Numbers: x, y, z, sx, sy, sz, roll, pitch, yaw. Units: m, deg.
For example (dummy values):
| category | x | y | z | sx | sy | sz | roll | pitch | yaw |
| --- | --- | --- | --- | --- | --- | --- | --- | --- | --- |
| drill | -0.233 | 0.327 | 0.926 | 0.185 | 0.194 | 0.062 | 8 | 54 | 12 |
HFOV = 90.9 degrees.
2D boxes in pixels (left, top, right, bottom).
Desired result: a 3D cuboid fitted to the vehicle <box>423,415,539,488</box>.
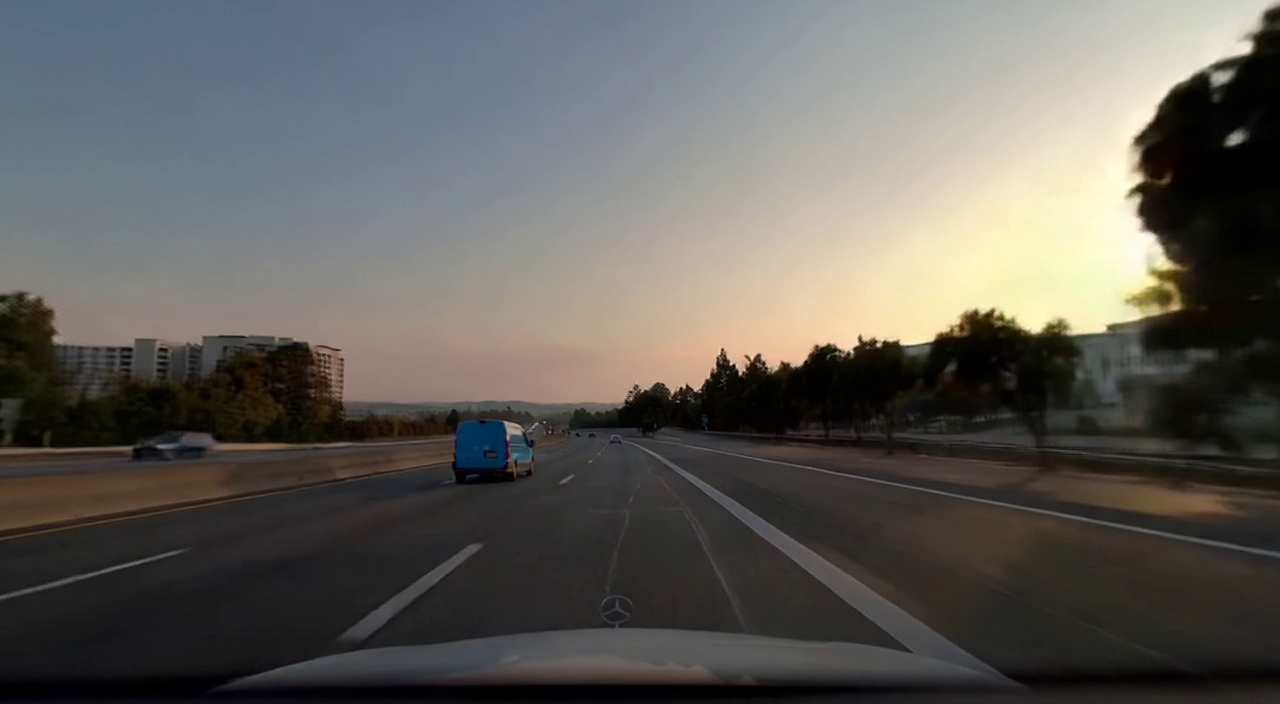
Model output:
| category | x | y | z | sx | sy | sz | roll | pitch | yaw |
| --- | --- | --- | --- | --- | --- | --- | --- | --- | --- |
| vehicle | -4.423 | 2.827 | 18.376 | 2.219 | 1.827 | 4.738 | 0 | -7 | -1 |

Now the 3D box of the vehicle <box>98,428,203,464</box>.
| category | x | y | z | sx | sy | sz | roll | pitch | yaw |
| --- | --- | --- | --- | --- | --- | --- | --- | --- | --- |
| vehicle | -23.949 | 4.589 | 31.070 | 1.923 | 1.658 | 4.312 | 0 | -7 | -4 |
